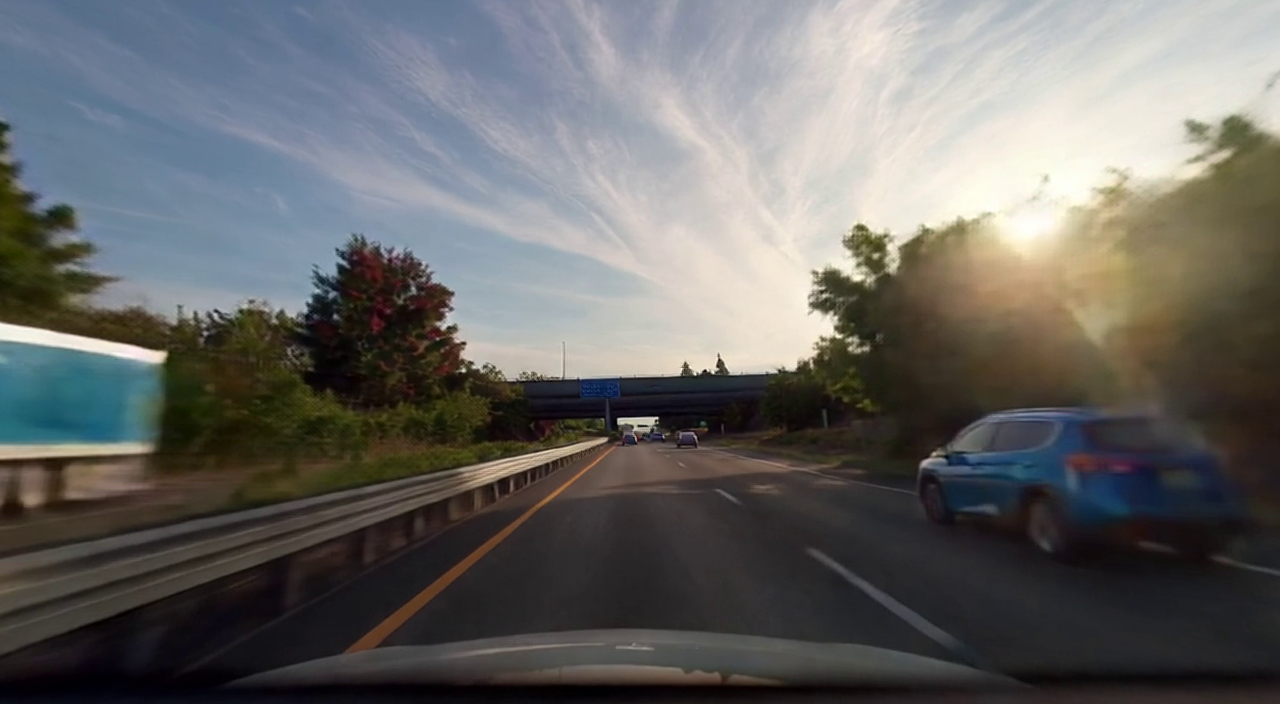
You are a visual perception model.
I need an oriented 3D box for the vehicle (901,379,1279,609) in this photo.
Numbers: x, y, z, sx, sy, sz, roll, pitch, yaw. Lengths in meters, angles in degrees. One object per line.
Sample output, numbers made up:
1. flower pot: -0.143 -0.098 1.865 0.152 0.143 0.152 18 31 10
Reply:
1. vehicle: 4.723 1.302 6.668 2.073 1.651 4.065 0 -8 -2
